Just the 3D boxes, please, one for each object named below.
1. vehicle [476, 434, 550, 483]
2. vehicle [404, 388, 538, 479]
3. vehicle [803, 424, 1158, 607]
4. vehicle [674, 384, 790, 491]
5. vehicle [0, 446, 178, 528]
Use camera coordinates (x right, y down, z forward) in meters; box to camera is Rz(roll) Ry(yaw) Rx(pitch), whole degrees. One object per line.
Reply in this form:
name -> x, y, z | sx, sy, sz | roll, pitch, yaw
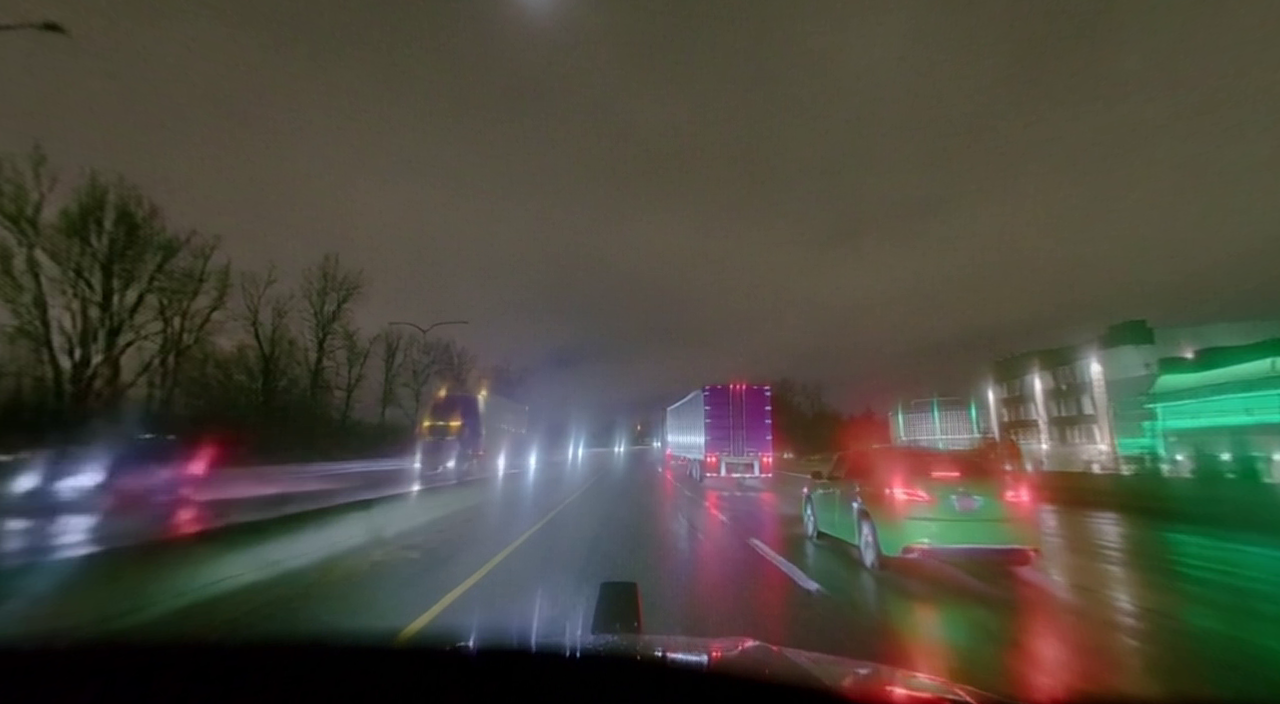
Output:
vehicle -> -5.154, 4.406, 26.173 | 2.038, 1.801, 4.594 | -1, -9, 1
vehicle -> -8.885, 4.857, 36.134 | 2.954, 4.061, 15.604 | -1, -9, 2
vehicle -> 3.484, 1.718, 7.446 | 1.971, 1.558, 3.834 | 0, -9, -1
vehicle -> 3.444, 3.928, 28.127 | 2.916, 3.563, 14.462 | 0, -9, 0
vehicle -> -12.391, 2.798, 13.542 | 1.784, 1.484, 3.809 | -1, -9, 1
